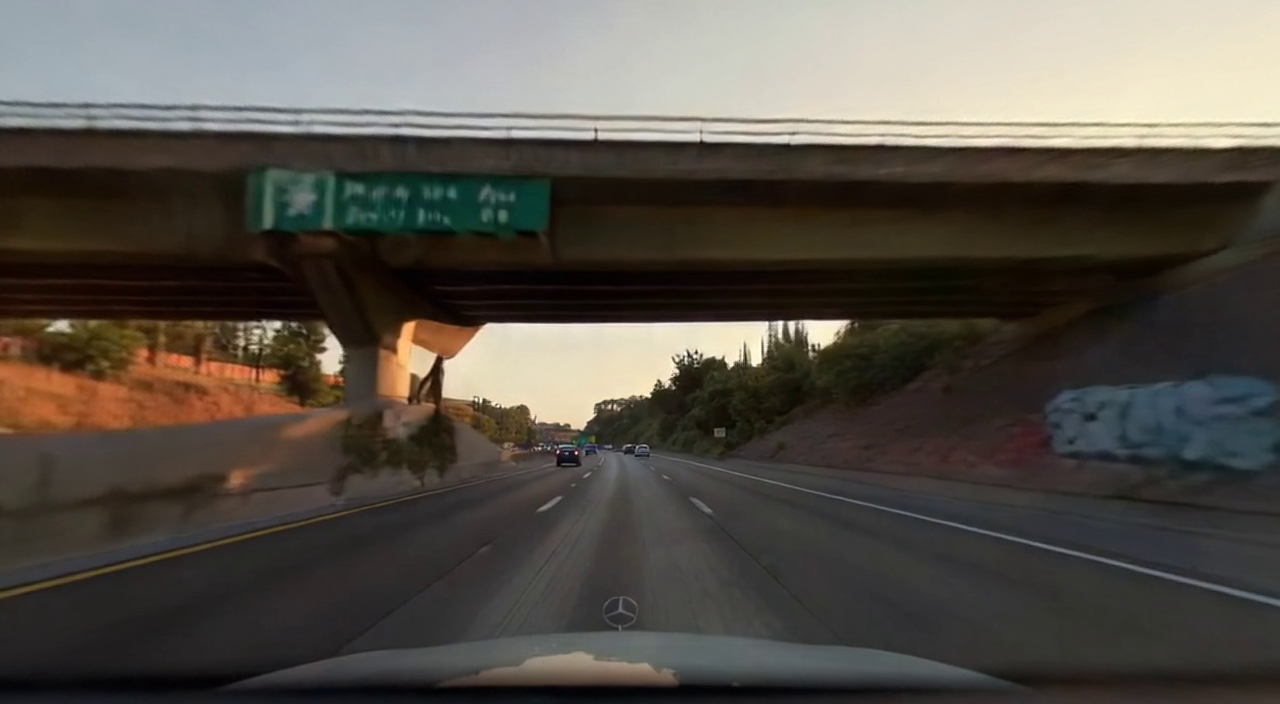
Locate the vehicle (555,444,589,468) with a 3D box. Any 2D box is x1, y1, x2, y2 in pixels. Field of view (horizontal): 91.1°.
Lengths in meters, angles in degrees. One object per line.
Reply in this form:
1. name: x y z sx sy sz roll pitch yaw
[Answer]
1. vehicle: -4.331 6.711 40.563 1.871 1.459 3.771 0 -9 -1
